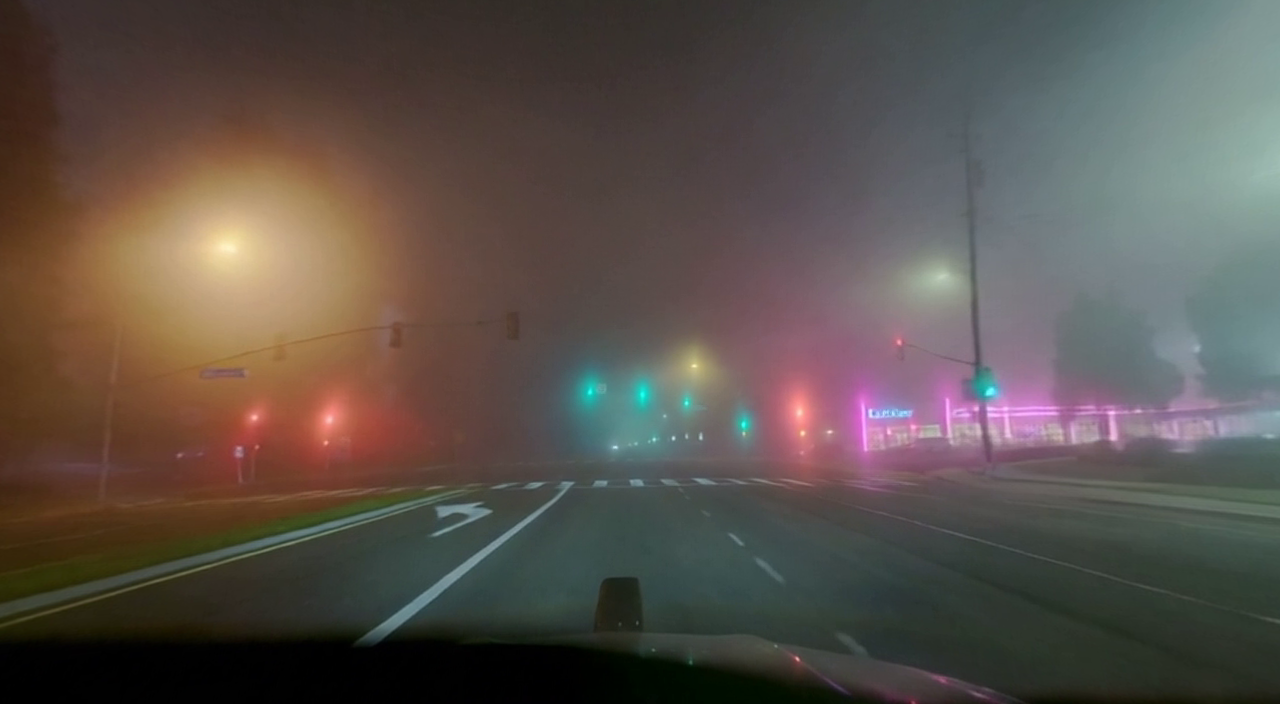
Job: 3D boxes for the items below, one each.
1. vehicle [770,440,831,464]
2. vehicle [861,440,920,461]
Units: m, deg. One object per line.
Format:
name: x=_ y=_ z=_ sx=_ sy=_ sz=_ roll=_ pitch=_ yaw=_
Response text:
vehicle: x=11.440 y=7.130 z=45.111 sx=3.780 sy=1.496 sz=1.867 roll=0 pitch=-8 yaw=-23
vehicle: x=18.978 y=7.417 z=47.811 sx=3.942 sy=1.505 sz=1.848 roll=4 pitch=-9 yaw=-24
